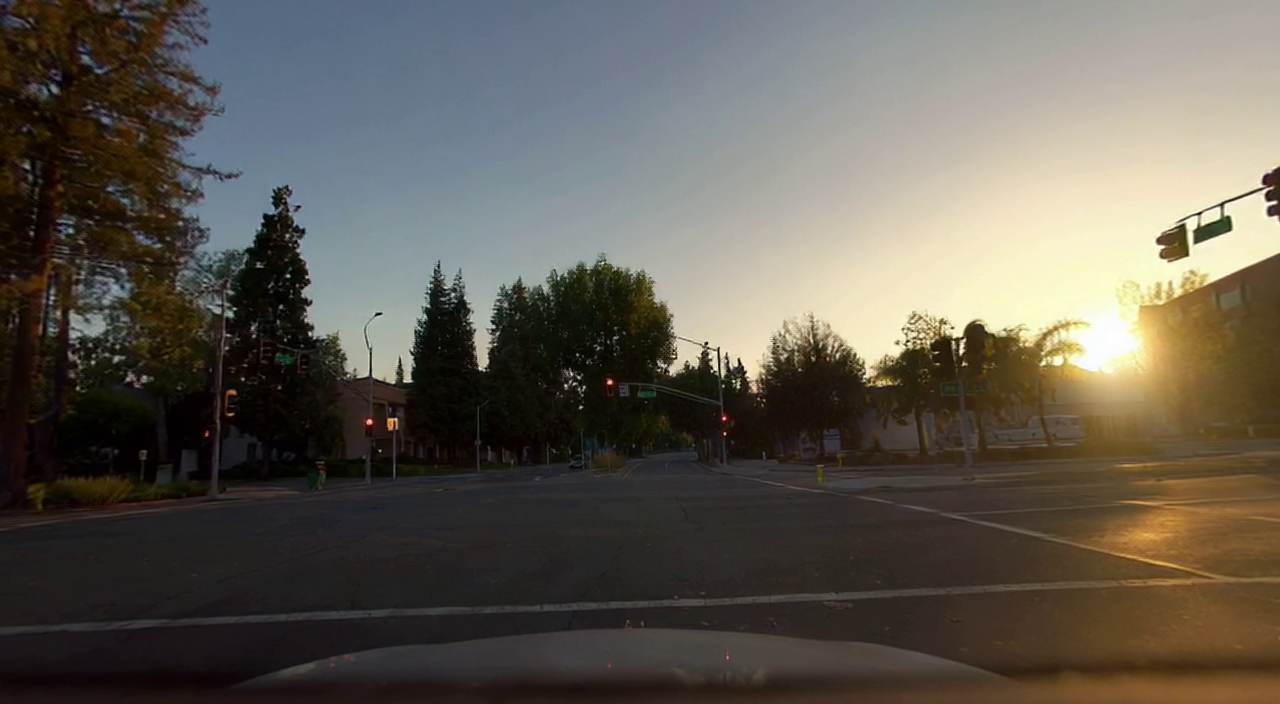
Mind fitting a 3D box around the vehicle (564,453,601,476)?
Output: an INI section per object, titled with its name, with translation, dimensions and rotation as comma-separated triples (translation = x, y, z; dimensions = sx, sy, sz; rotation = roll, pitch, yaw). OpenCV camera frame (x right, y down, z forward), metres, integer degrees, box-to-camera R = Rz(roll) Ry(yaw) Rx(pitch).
[vehicle]
translation = -4.480, 8.850, 49.866
dimensions = 2.030, 1.704, 4.205
rotation = -1, -8, 7
